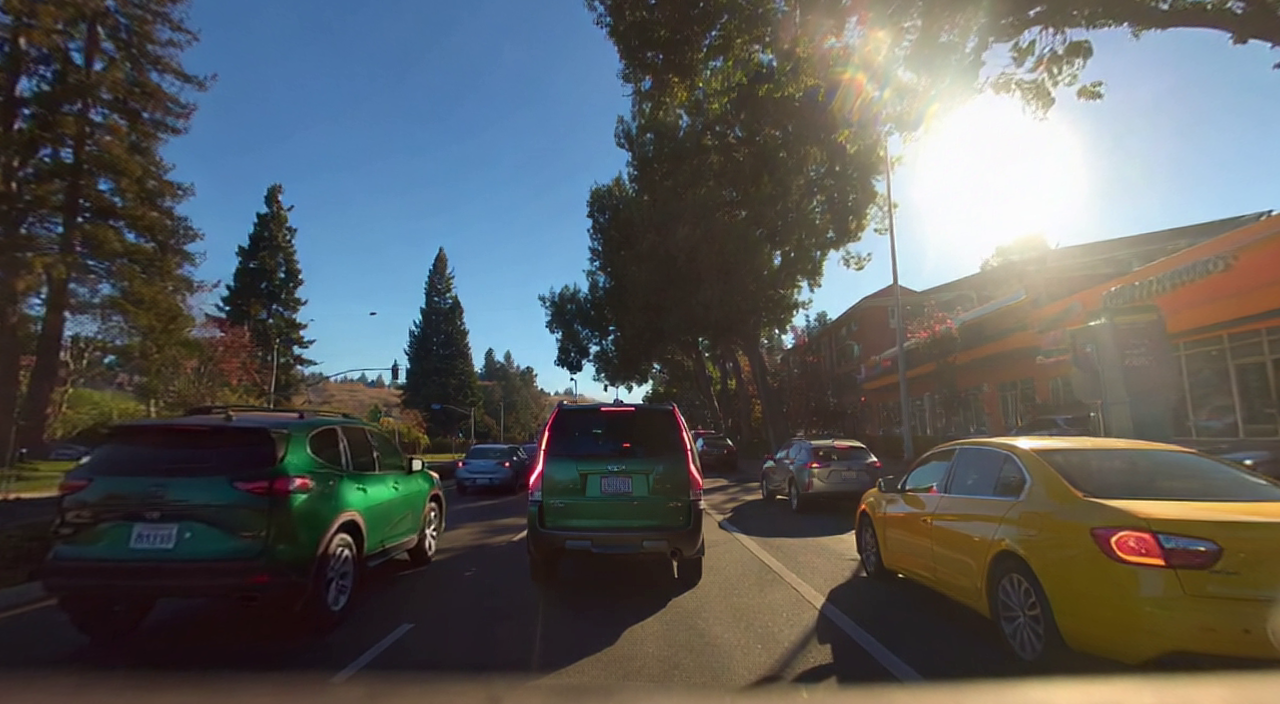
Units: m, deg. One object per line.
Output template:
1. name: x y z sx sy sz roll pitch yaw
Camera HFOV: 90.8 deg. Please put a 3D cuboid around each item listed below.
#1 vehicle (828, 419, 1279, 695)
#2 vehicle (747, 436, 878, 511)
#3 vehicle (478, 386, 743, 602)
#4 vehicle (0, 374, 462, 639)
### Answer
1. vehicle: 3.360 1.437 5.678 1.900 1.477 4.352 0 -9 -1
2. vehicle: 3.917 2.820 15.163 1.875 1.521 4.192 0 -9 -1
3. vehicle: -0.293 1.514 7.532 2.238 1.825 4.190 0 -9 -1
4. vehicle: -3.673 1.411 6.739 2.231 1.853 4.461 0 -9 0
